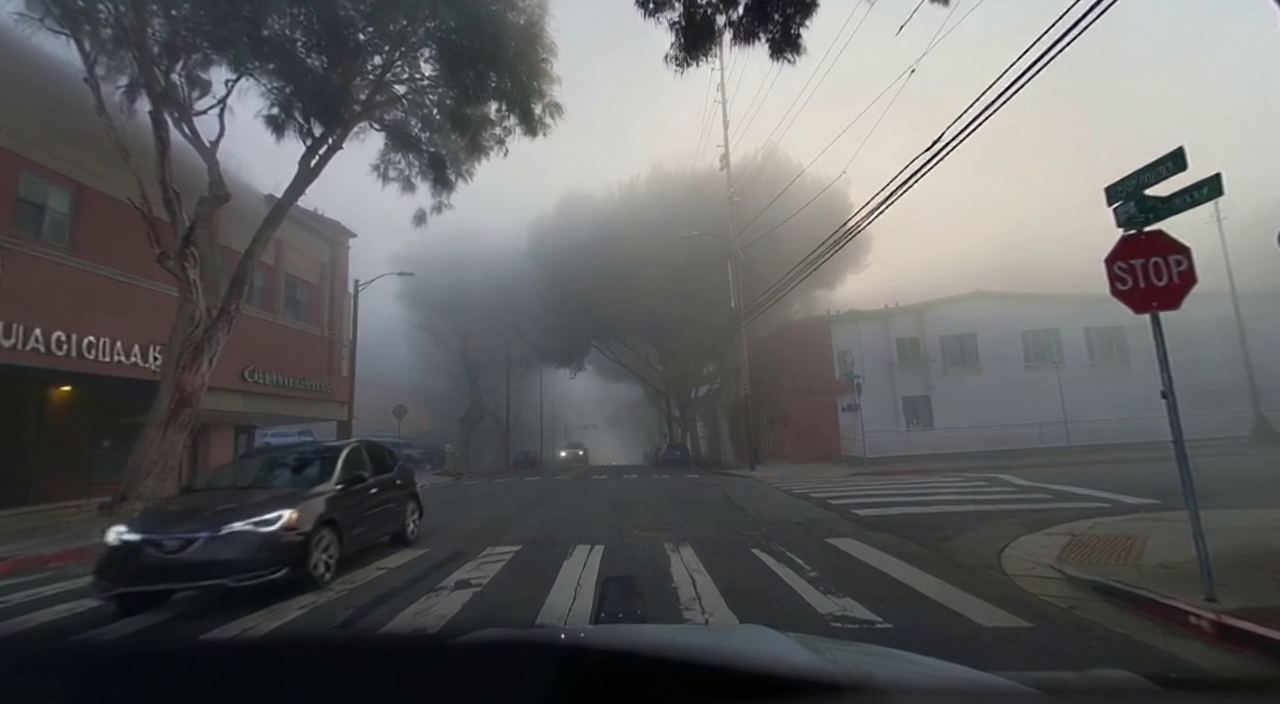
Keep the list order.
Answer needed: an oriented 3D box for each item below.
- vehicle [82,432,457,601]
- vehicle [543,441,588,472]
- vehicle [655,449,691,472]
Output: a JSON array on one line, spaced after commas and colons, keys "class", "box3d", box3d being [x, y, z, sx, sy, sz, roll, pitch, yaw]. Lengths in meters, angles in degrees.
[{"class": "vehicle", "box3d": [-4.033, 1.832, 8.086, 2.140, 1.512, 4.536, 0, -8, -1]}, {"class": "vehicle", "box3d": [-4.899, 6.936, 42.186, 2.495, 1.966, 4.846, 0, -8, -1]}, {"class": "vehicle", "box3d": [2.102, 7.032, 41.259, 1.877, 1.373, 3.854, 0, -8, -4]}]
